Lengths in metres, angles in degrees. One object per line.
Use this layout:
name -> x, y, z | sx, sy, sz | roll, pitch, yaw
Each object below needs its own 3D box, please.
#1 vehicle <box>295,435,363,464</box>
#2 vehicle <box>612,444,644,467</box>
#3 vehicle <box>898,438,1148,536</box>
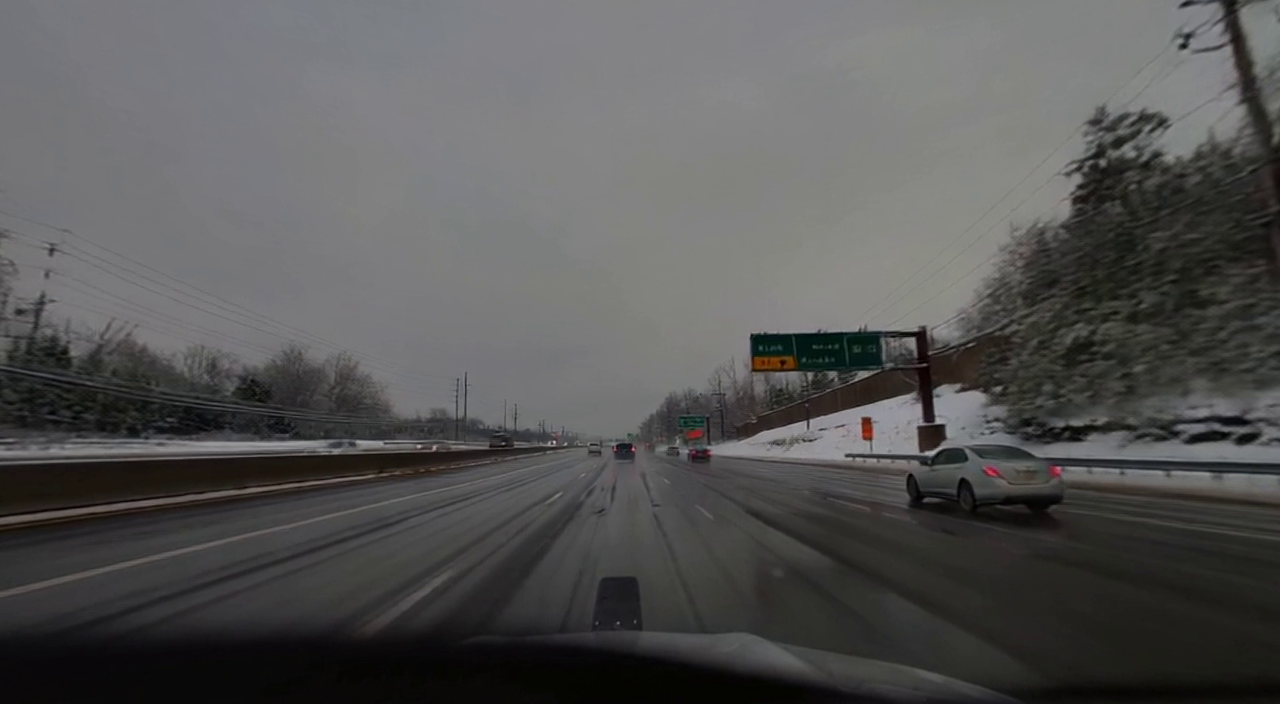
vehicle -> -20.780, 6.559, 42.512 | 2.054, 1.797, 4.946 | 0, -9, 0
vehicle -> -0.848, 7.110, 43.567 | 2.109, 1.489, 4.027 | 0, -9, -2
vehicle -> 6.609, 2.338, 11.608 | 1.876, 1.451, 4.154 | 0, -9, -2
